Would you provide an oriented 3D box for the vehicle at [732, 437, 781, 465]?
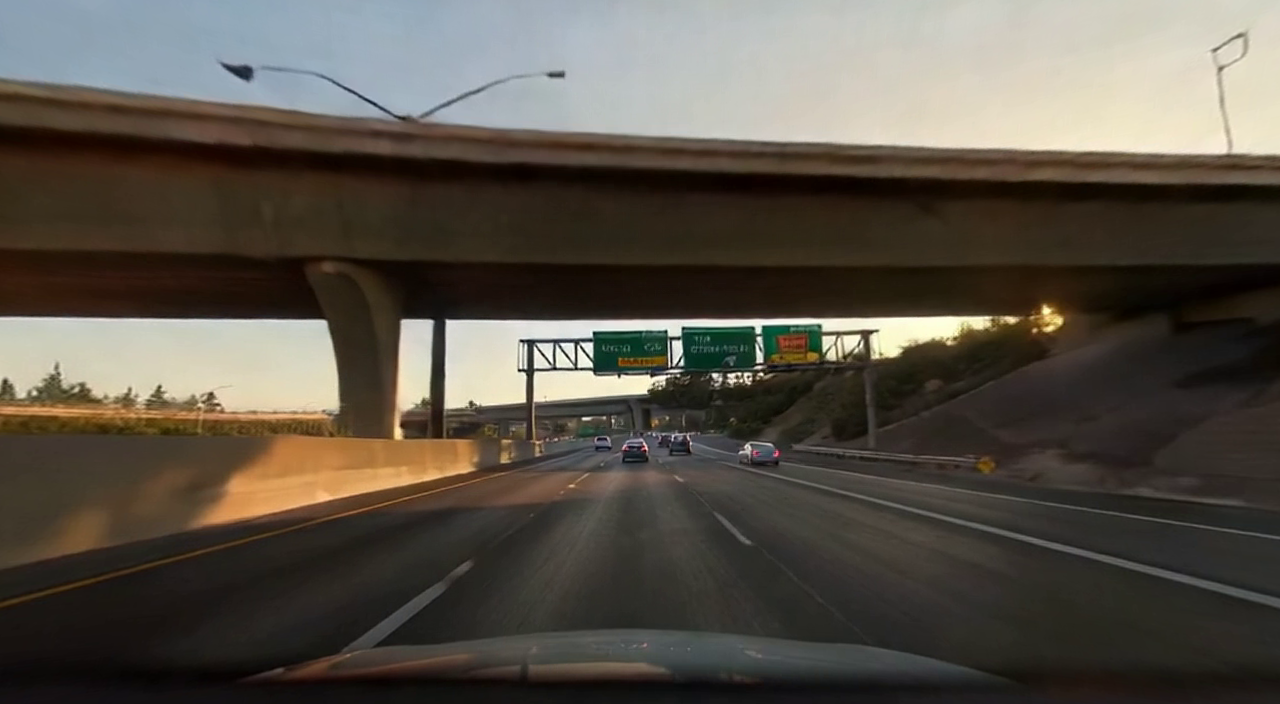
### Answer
[{"bbox_3d":[6.687,5.752,36.774,1.935,1.478,4.433,0,-9,-1],"label":"vehicle"}]

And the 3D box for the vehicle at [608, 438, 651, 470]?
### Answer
[{"bbox_3d":[-0.512,5.024,31.173,1.985,1.457,4.227,0,-9,-1],"label":"vehicle"}]
